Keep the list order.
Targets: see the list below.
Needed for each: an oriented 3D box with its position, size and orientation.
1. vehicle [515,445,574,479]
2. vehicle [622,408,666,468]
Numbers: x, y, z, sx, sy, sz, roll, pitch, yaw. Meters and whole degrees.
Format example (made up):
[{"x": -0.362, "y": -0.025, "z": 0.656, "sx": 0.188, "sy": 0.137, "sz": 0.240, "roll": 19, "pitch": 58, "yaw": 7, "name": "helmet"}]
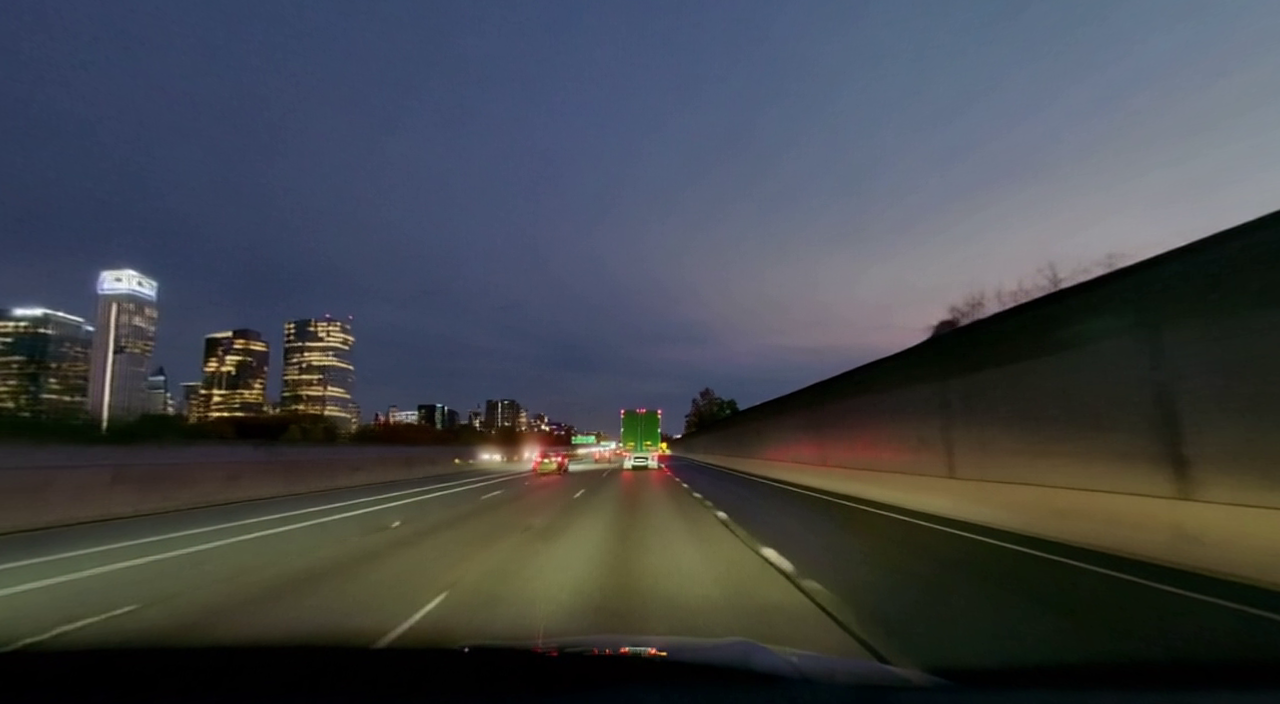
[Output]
[{"x": -4.411, "y": 5.159, "z": 29.845, "sx": 1.977, "sy": 1.478, "sz": 4.702, "roll": 0, "pitch": -9, "yaw": 1, "name": "vehicle"}, {"x": 0.339, "y": 6.631, "z": 48.079, "sx": 2.980, "sy": 4.051, "sz": 10.359, "roll": 0, "pitch": -9, "yaw": 1, "name": "vehicle"}]
